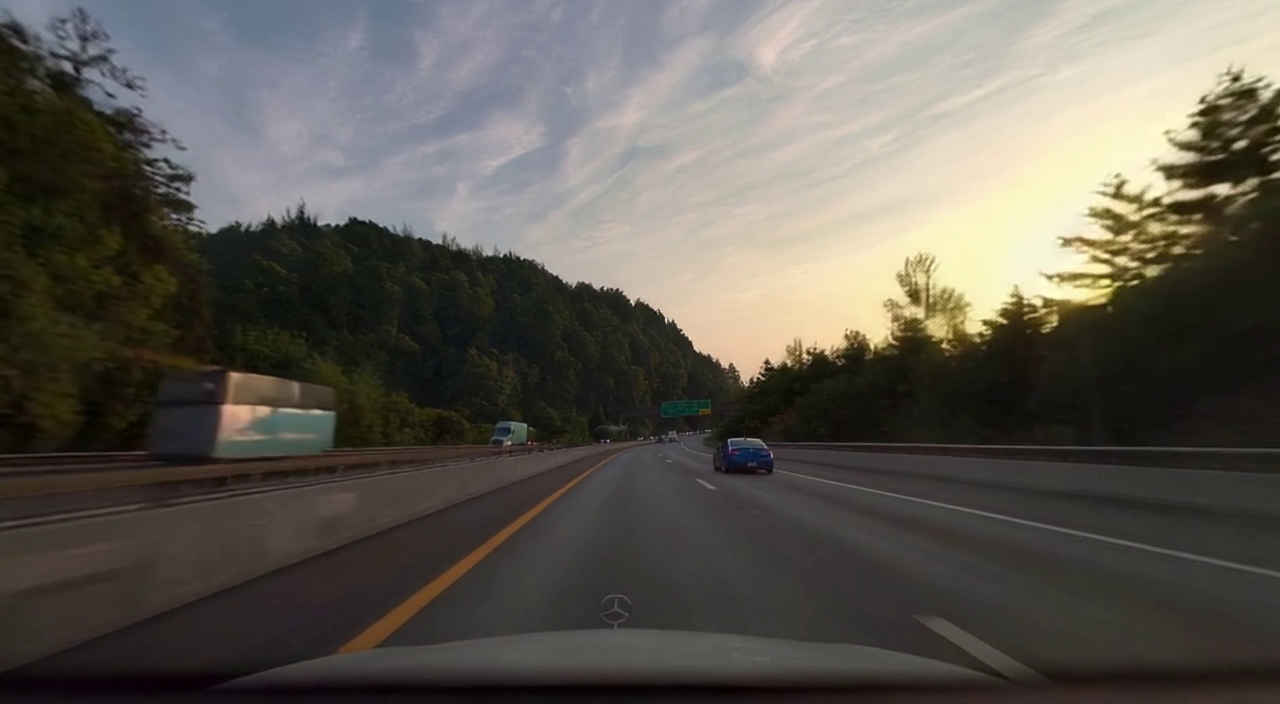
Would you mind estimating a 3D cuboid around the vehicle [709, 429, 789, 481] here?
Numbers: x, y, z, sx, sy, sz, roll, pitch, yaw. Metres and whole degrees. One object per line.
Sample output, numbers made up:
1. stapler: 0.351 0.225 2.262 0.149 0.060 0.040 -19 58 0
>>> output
1. vehicle: 3.810 3.672 22.758 2.022 1.663 4.245 0 -8 -1
